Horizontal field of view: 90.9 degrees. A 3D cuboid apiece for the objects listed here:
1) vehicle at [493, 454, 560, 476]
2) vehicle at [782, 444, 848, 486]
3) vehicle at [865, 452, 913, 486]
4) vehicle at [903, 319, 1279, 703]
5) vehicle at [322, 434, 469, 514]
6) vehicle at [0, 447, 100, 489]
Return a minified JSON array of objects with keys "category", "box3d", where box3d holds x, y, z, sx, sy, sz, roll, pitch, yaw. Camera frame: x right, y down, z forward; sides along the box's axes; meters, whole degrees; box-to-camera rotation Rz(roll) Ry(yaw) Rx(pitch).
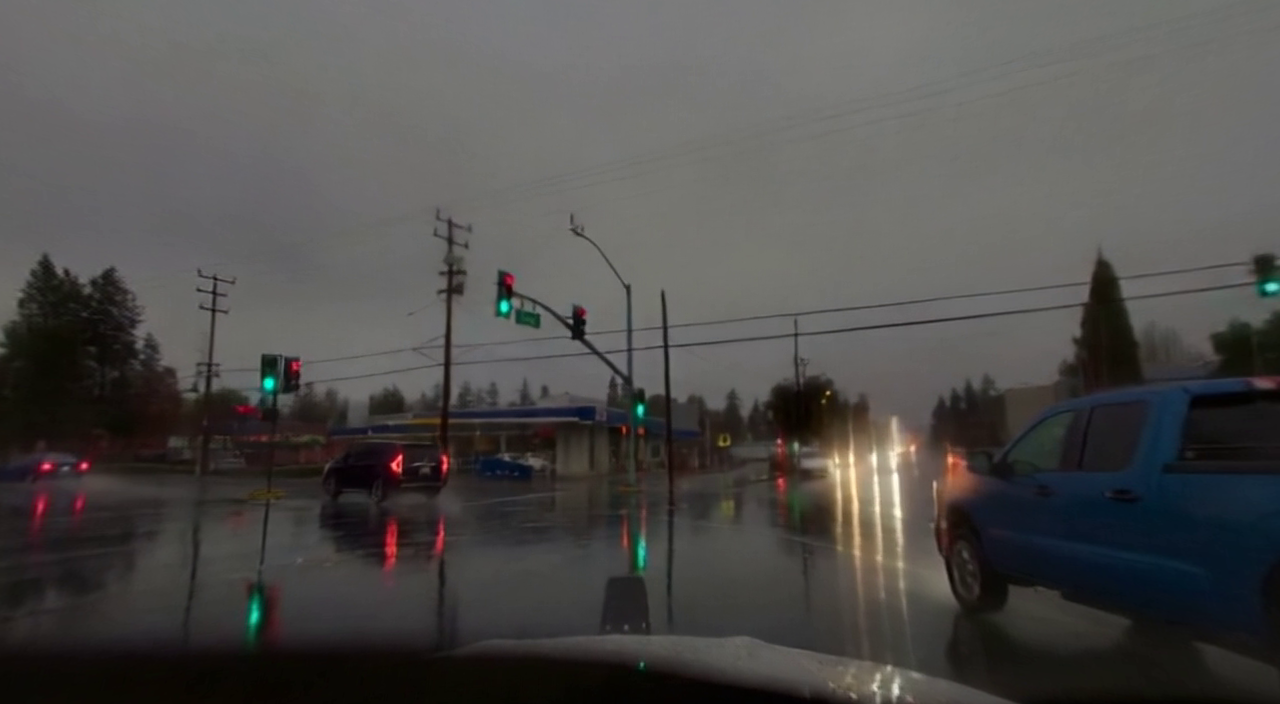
[{"category":"vehicle","box3d":[-8.157,8.121,45.533,4.495,1.399,1.715,6,-10,-36]},{"category":"vehicle","box3d":[8.916,5.596,31.762,2.303,1.895,5.301,-4,-9,24]},{"category":"vehicle","box3d":[12.438,5.757,31.301,1.856,1.448,4.455,-4,-9,25]},{"category":"vehicle","box3d":[3.713,0.910,3.598,2.036,1.818,5.192,0,-8,-2]},{"category":"vehicle","box3d":[-6.824,3.218,17.303,2.141,1.842,4.889,7,-11,-40]},{"category":"vehicle","box3d":[-26.424,5.067,27.867,4.498,1.725,1.921,-4,-9,24]}]
